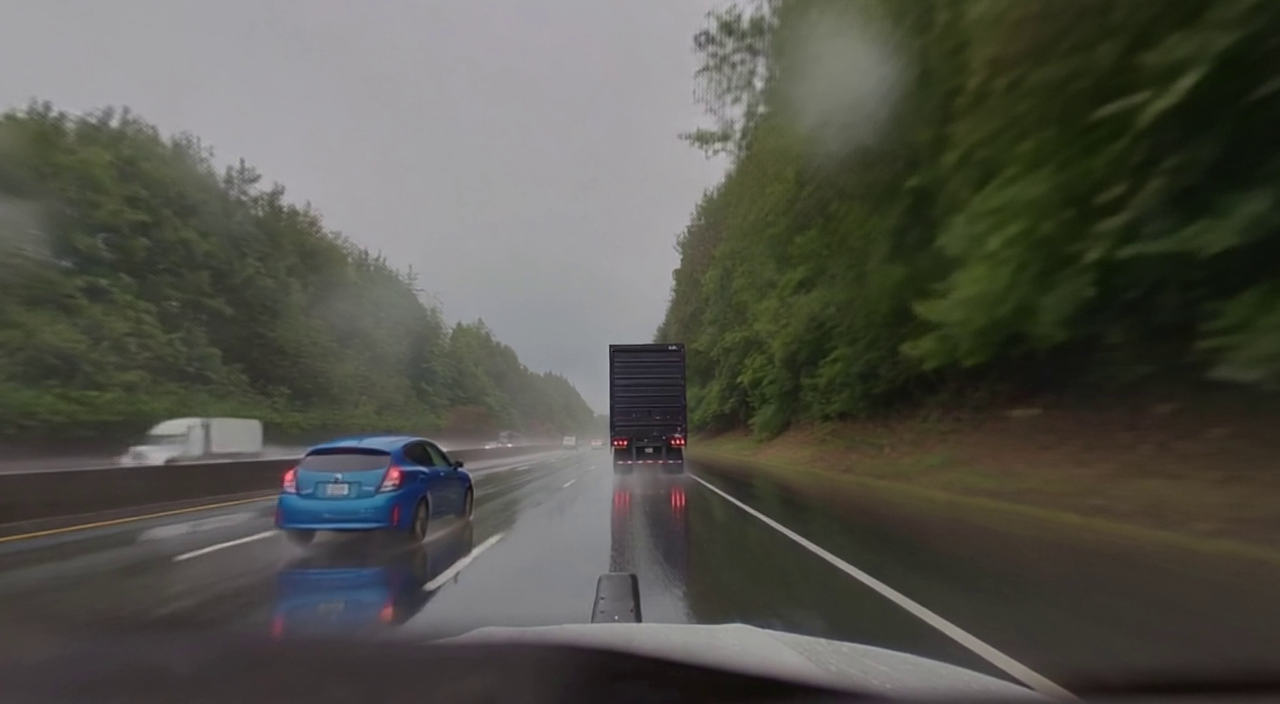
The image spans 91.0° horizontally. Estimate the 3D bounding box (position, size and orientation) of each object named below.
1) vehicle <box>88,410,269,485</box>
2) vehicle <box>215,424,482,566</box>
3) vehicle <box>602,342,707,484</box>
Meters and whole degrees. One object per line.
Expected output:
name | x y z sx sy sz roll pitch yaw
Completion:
vehicle | -24.105 5.064 33.746 3.264 3.462 8.454 0 -8 0
vehicle | -3.746 1.881 9.104 1.854 1.530 4.268 0 -8 -1
vehicle | 0.350 2.550 23.985 3.073 4.196 10.546 0 -8 -1
